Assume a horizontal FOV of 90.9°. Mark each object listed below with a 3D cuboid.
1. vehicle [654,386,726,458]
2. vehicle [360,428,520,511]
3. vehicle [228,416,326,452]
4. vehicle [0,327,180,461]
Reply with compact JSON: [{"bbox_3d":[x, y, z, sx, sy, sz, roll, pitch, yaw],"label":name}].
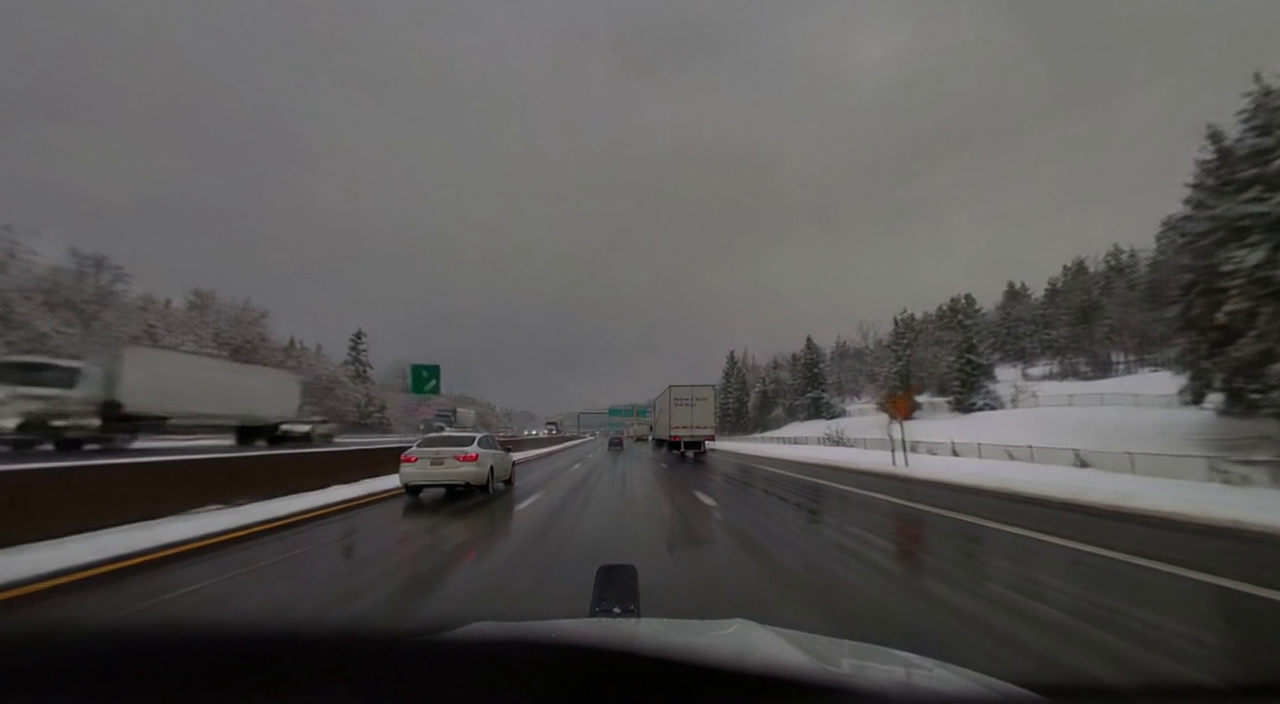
[{"bbox_3d":[3.009,4.875,42.833,3.241,4.042,14.292,0,-7,-2],"label":"vehicle"},{"bbox_3d":[-3.941,2.360,13.316,1.971,1.444,4.401,0,-8,-1],"label":"vehicle"},{"bbox_3d":[-16.528,3.770,28.983,1.890,1.477,4.467,0,-8,-1],"label":"vehicle"},{"bbox_3d":[-19.412,1.571,21.215,3.132,3.870,5.926,1,-8,0],"label":"vehicle"}]
